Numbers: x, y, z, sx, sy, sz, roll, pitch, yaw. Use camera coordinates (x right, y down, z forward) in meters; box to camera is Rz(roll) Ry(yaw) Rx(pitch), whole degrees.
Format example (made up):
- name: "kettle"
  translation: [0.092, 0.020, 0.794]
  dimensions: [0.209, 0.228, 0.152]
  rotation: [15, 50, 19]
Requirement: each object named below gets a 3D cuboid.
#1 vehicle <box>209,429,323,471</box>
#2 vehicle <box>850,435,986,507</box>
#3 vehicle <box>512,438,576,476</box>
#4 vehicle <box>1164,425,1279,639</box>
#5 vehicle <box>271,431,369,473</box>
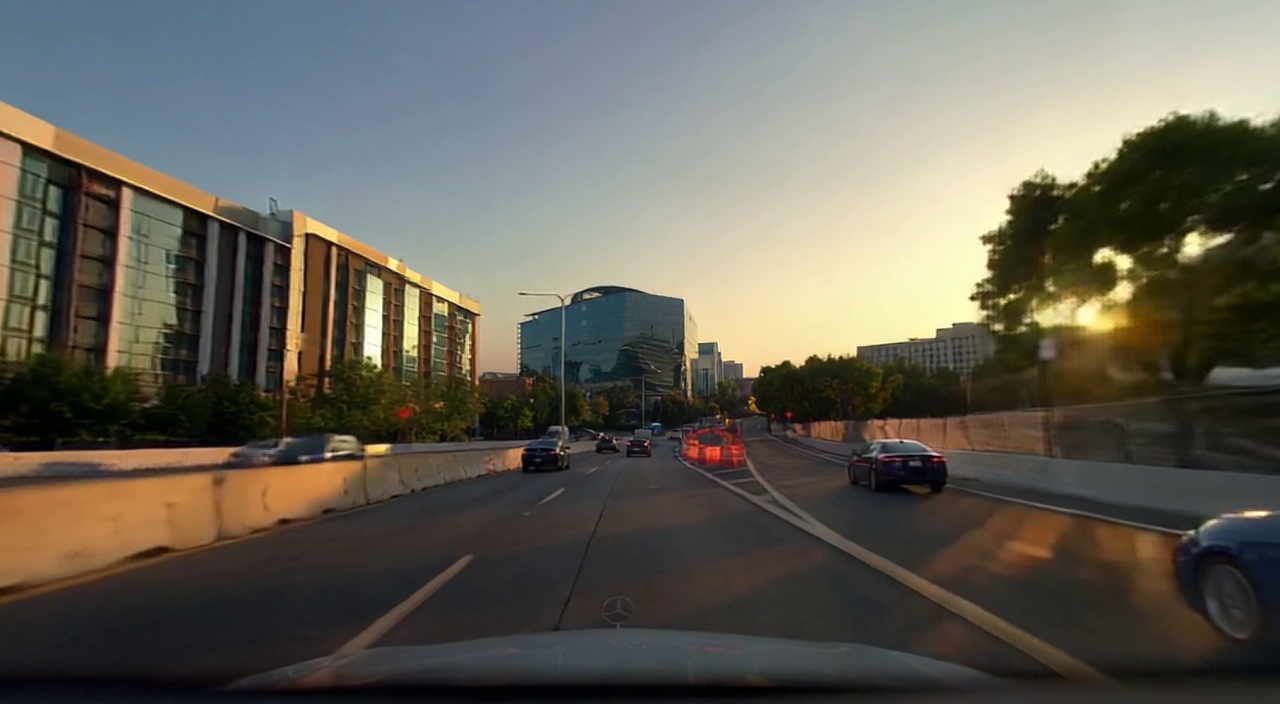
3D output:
- name: "vehicle"
  translation: [-17.147, 4.490, 29.209]
  dimensions: [2.237, 1.776, 4.812]
  rotation: [0, -8, 1]
- name: "vehicle"
  translation: [6.431, 2.742, 15.047]
  dimensions: [1.913, 1.499, 3.581]
  rotation: [-1, -8, 6]
- name: "vehicle"
  translation: [-3.780, 4.185, 25.499]
  dimensions: [1.848, 1.406, 4.013]
  rotation: [0, -8, 2]
- name: "vehicle"
  translation: [5.267, 1.107, 3.301]
  dimensions: [1.784, 1.471, 3.935]
  rotation: [-1, -8, 4]
- name: "vehicle"
  translation: [-13.637, 4.267, 27.179]
  dimensions: [1.857, 1.657, 4.331]
  rotation: [0, -8, 2]
